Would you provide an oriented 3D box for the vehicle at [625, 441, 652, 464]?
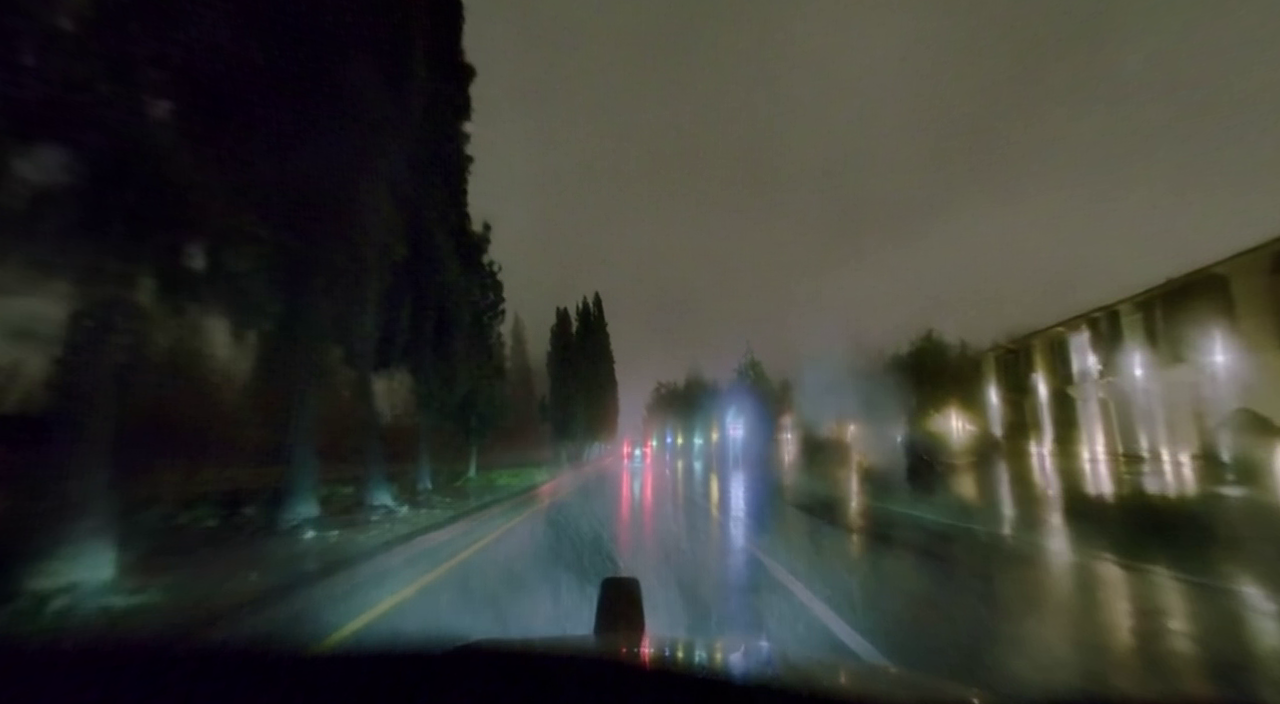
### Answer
[{"bbox_3d":[-0.122,7.735,48.702,2.016,1.665,3.932,0,-9,-1],"label":"vehicle"}]
